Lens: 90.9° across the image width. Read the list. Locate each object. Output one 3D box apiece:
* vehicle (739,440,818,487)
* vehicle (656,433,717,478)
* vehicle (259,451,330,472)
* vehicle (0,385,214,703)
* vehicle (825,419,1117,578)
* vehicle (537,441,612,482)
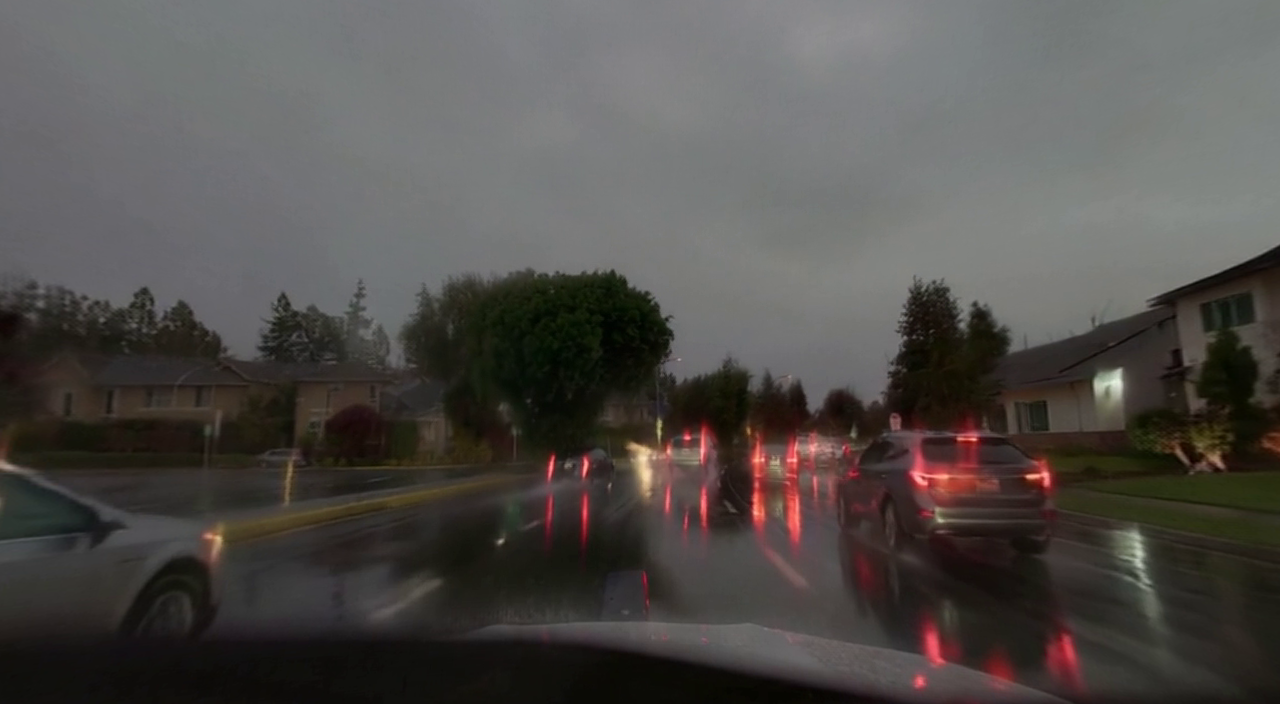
[{"bbox_3d":[4.720,3.854,22.148,2.117,1.472,4.158,-1,-9,4],"label":"vehicle"},{"bbox_3d":[2.111,4.475,27.384,2.250,1.768,4.574,-2,-9,9],"label":"vehicle"},{"bbox_3d":[-25.760,8.150,47.002,4.565,1.478,1.989,-3,-9,18],"label":"vehicle"},{"bbox_3d":[-3.641,0.698,1.312,2.169,1.468,4.716,0,-9,1],"label":"vehicle"},{"bbox_3d":[3.767,1.705,7.980,1.859,1.540,3.454,-1,-9,2],"label":"vehicle"},{"bbox_3d":[-2.470,4.291,25.037,2.006,1.464,4.586,-1,-9,7],"label":"vehicle"}]
